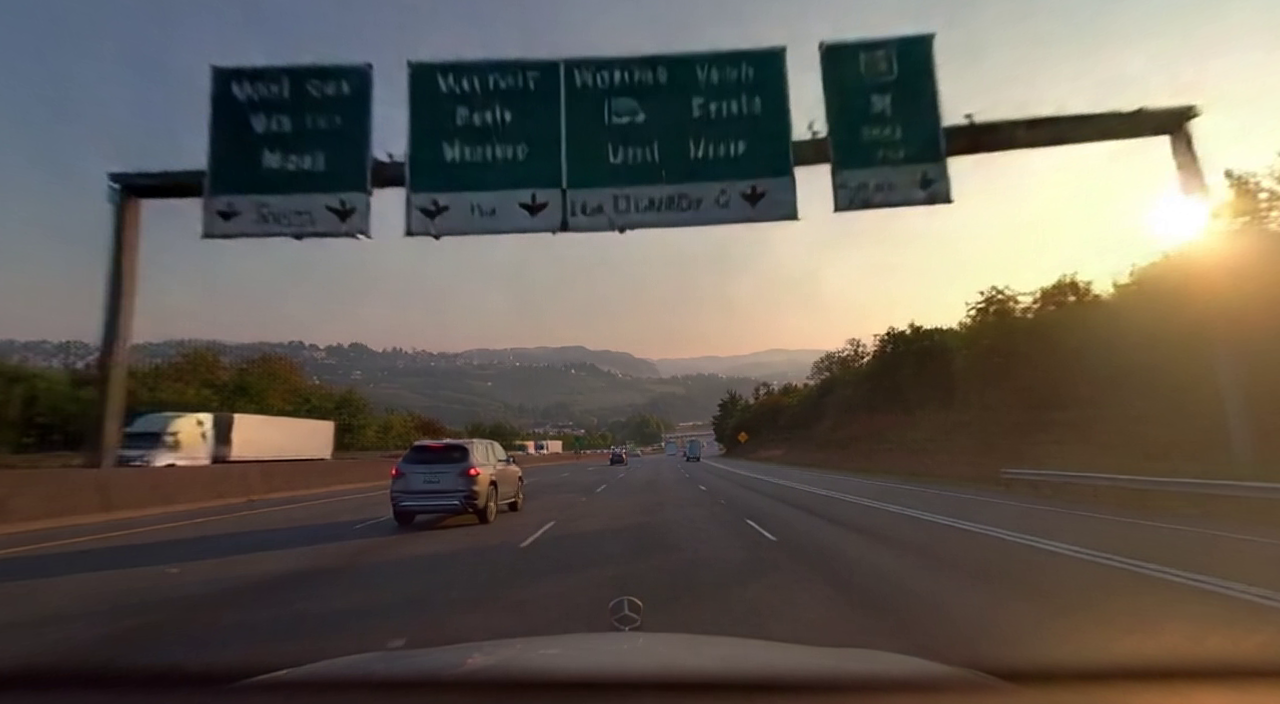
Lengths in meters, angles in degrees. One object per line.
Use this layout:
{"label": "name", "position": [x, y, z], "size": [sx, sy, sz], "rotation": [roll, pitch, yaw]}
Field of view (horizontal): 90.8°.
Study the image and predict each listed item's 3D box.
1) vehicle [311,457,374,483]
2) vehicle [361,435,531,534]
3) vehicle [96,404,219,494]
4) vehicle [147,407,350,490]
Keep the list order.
{"label": "vehicle", "position": [-18.336, 7.271, 39.112], "size": [1.887, 1.417, 3.931], "rotation": [-1, -9, 2]}
{"label": "vehicle", "position": [-3.598, 2.522, 12.623], "size": [2.016, 1.623, 4.126], "rotation": [0, -9, 1]}
{"label": "vehicle", "position": [-22.758, 4.574, 29.992], "size": [2.954, 4.005, 3.206], "rotation": [0, -9, 1]}
{"label": "vehicle", "position": [-22.572, 5.805, 38.257], "size": [2.839, 4.056, 14.261], "rotation": [0, -9, 2]}
